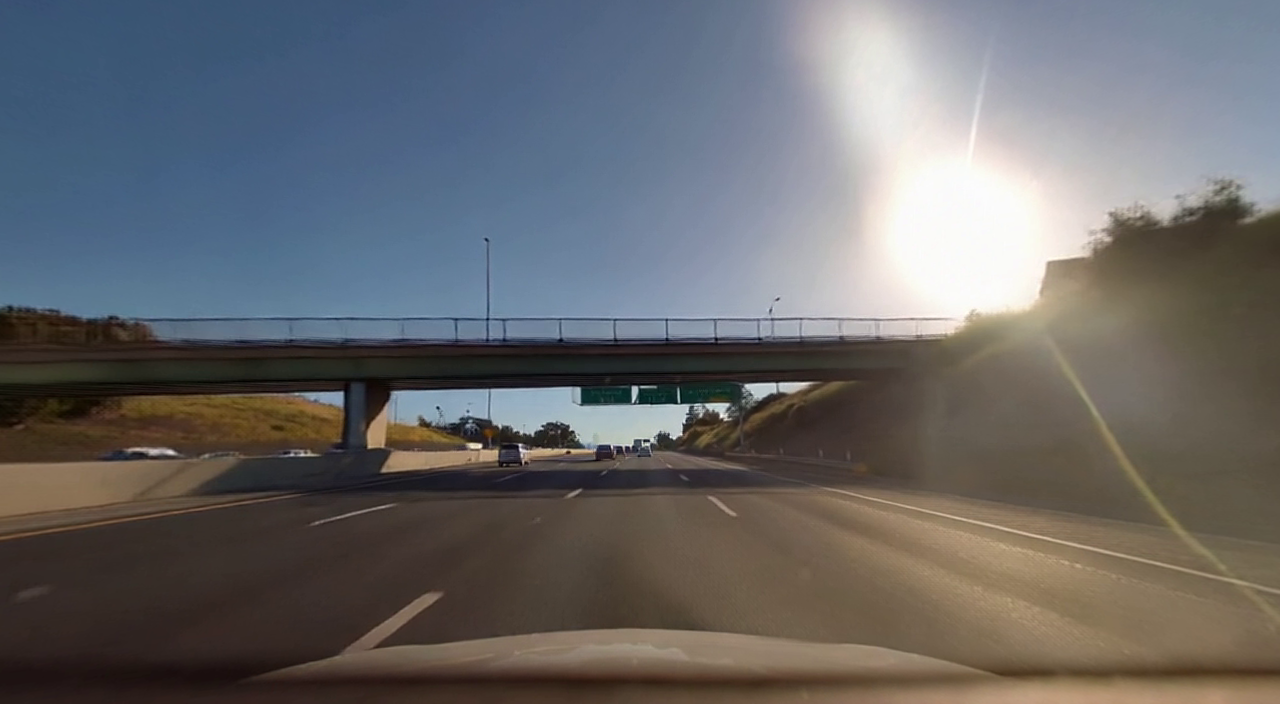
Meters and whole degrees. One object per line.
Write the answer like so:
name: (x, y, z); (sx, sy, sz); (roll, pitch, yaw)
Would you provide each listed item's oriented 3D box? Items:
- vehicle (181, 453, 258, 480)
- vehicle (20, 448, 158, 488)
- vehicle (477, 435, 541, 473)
vehicle: (-26.542, 7.214, 39.891); (1.819, 1.521, 4.377); (0, -9, 0)
vehicle: (-26.563, 5.562, 30.668); (2.081, 1.748, 5.102); (0, -9, 0)
vehicle: (-7.326, 5.780, 35.971); (2.341, 1.959, 5.684); (0, -9, 1)
